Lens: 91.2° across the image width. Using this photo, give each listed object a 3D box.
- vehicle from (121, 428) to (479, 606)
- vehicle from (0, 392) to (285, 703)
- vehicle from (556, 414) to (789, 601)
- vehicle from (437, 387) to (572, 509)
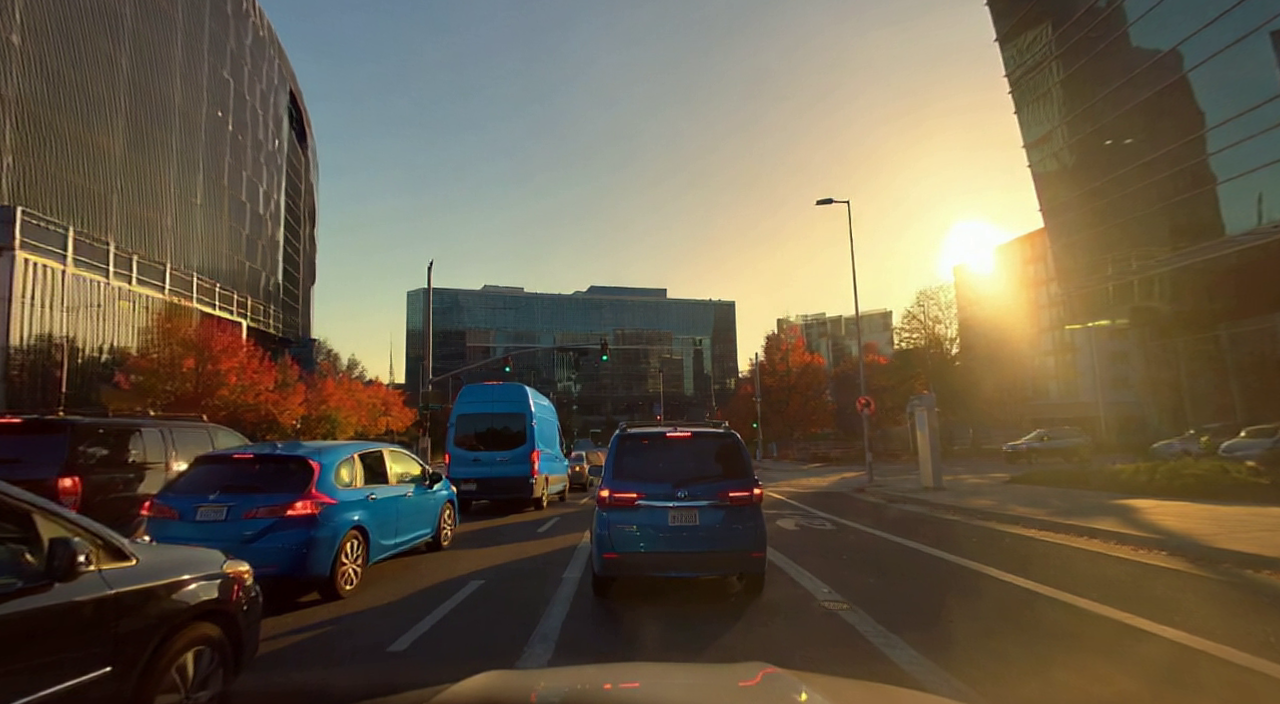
[{"bbox_3d":[-3.481,1.756,7.566,1.955,1.499,4.223,0,-9,0],"label":"vehicle"},{"bbox_3d":[-2.908,0.820,1.517,1.893,1.491,3.798,0,-9,-1],"label":"vehicle"},{"bbox_3d":[0.195,1.606,7.224,1.979,1.562,3.630,0,-9,-3],"label":"vehicle"},{"bbox_3d":[-3.265,2.529,16.612,2.343,2.635,5.684,0,-9,0],"label":"vehicle"}]
